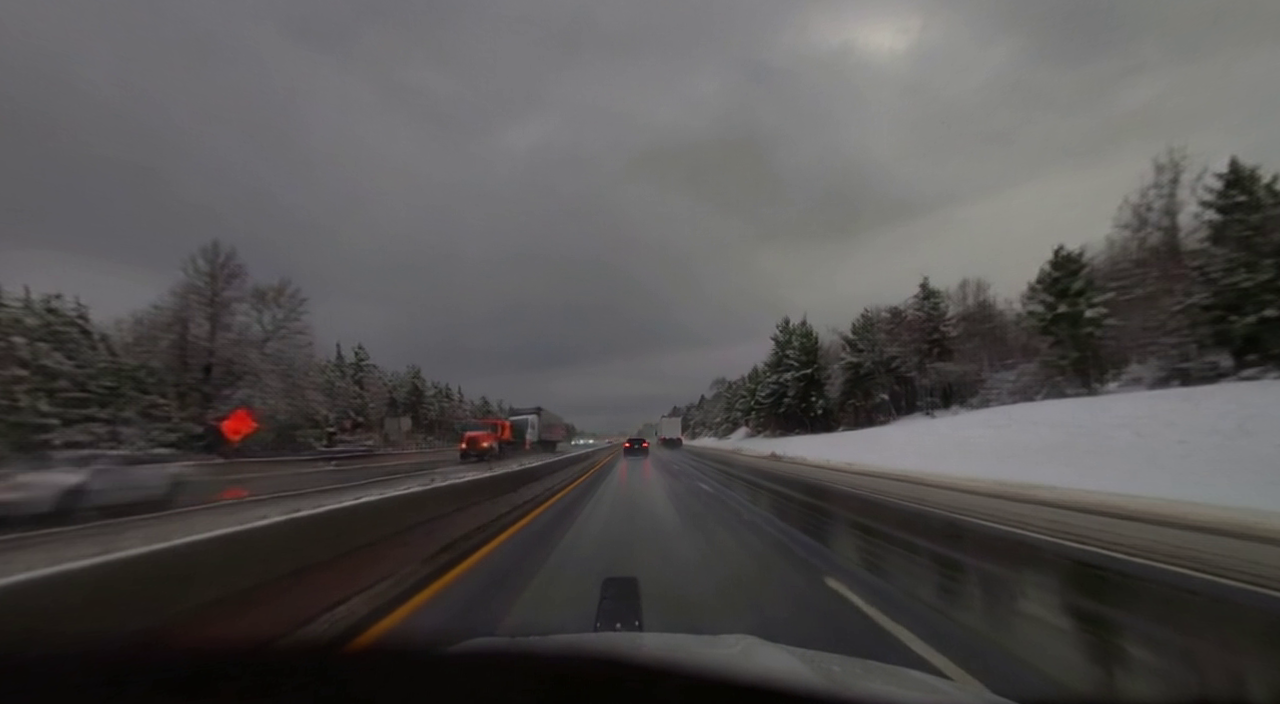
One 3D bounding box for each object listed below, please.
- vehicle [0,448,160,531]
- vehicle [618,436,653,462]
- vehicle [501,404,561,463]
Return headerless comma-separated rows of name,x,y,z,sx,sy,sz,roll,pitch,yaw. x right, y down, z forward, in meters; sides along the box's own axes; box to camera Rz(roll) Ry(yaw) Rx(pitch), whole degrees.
vehicle,-12.803,2.812,13.339,1.877,1.490,4.134,0,-8,0
vehicle,-0.327,5.817,37.895,2.004,1.472,4.075,0,-8,-1
vehicle,-8.439,6.550,49.920,3.129,4.014,10.246,-4,-8,-2
